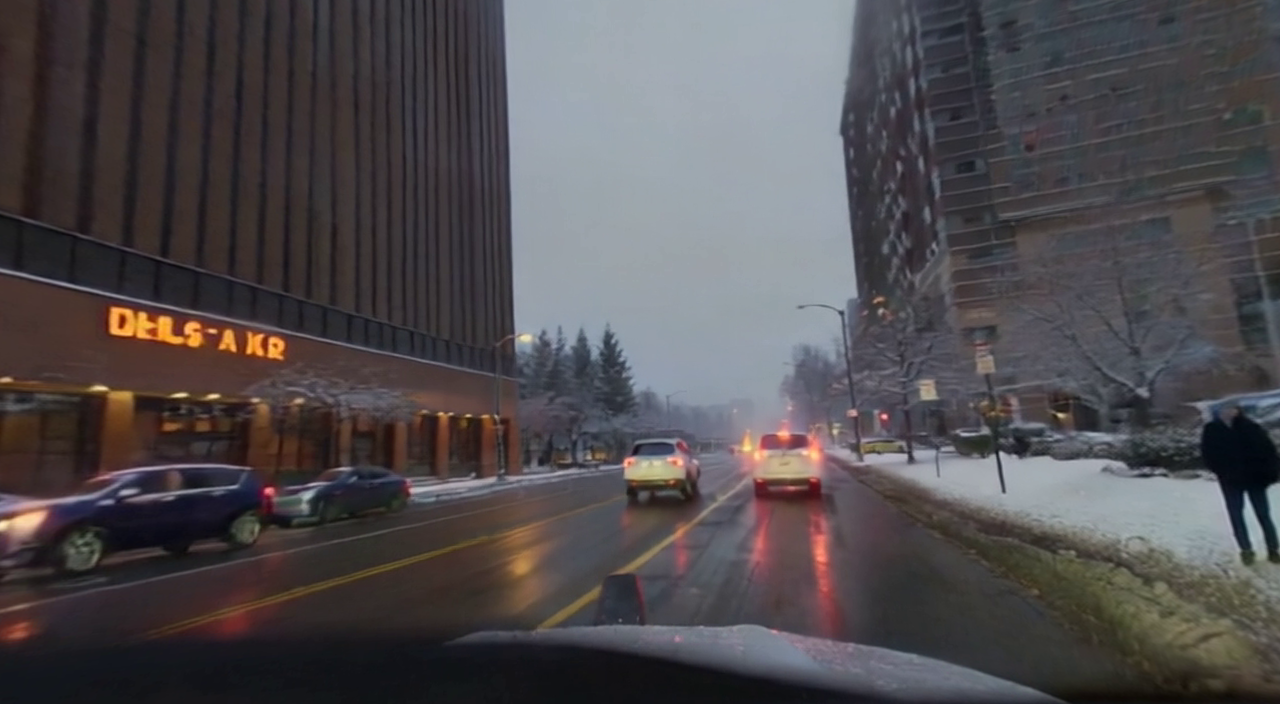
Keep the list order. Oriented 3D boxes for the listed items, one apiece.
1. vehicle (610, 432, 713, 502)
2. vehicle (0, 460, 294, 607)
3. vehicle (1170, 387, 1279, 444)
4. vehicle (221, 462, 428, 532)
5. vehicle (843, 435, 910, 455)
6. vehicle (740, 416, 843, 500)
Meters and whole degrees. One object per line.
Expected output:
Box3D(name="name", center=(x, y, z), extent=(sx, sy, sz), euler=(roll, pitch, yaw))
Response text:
Box3D(name="vehicle", center=(0.745, 3.176, 17.755), extent=(2.023, 1.702, 4.152), euler=(-2, -9, 14))
Box3D(name="vehicle", center=(-7.432, 2.326, 8.915), extent=(1.857, 1.507, 4.504), euler=(-2, -9, 13))
Box3D(name="vehicle", center=(16.809, 1.683, 16.413), extent=(4.189, 1.395, 1.725), euler=(-2, -9, 13))
Box3D(name="vehicle", center=(-8.405, 3.881, 17.631), extent=(2.103, 1.514, 5.374), euler=(-2, -9, 14))
Box3D(name="vehicle", center=(17.809, 7.049, 47.721), extent=(4.426, 1.490, 1.862), euler=(-1, -9, 8))
Box3D(name="vehicle", center=(4.156, 2.913, 17.583), extent=(2.352, 1.953, 4.796), euler=(-2, -9, 12))
